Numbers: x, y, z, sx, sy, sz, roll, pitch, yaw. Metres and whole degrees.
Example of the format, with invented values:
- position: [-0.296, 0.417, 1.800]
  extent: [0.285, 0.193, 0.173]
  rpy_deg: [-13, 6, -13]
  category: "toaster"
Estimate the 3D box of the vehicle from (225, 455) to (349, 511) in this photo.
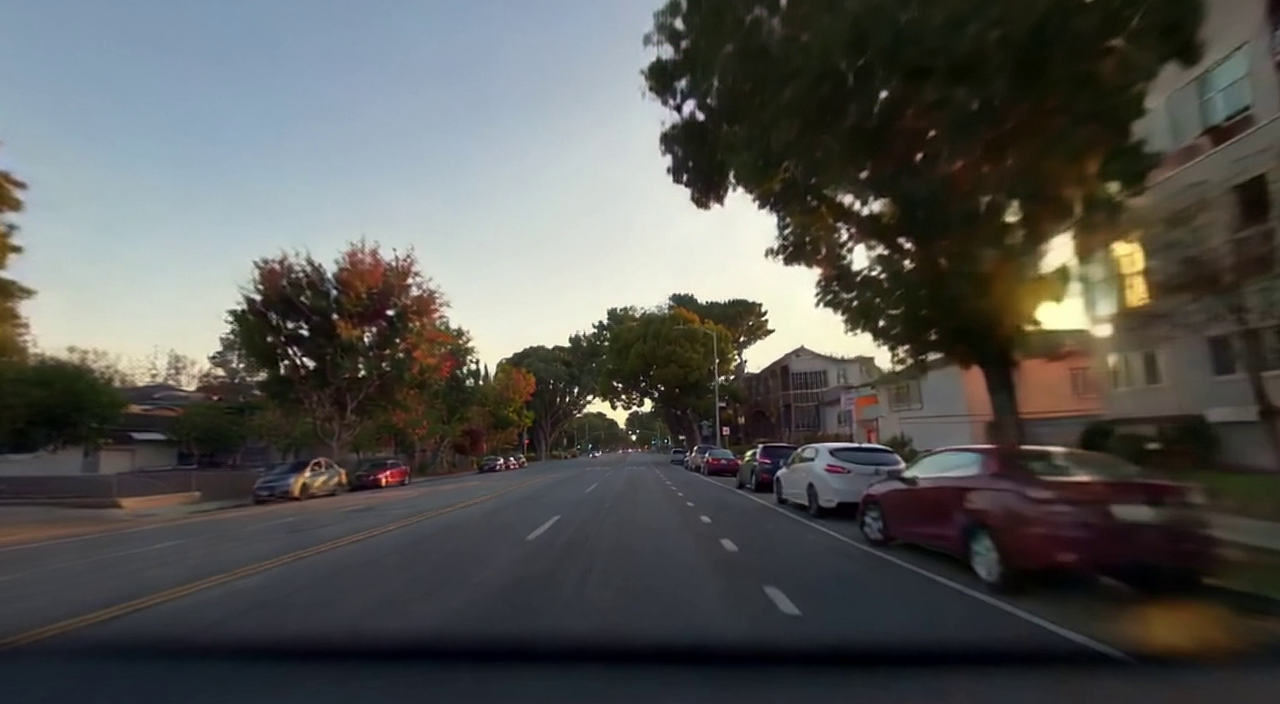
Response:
- position: [-13.671, 5.048, 24.922]
  extent: [2.220, 1.747, 4.980]
  rpy_deg: [-3, -8, -3]
  category: "vehicle"

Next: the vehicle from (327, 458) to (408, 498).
- position: [-13.912, 6.407, 32.610]
  extent: [2.239, 1.645, 4.700]
  rpy_deg: [-3, -8, -1]
  category: "vehicle"

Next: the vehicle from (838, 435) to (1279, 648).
- position: [4.012, 1.703, 6.935]
  extent: [2.100, 1.478, 4.816]
  rpy_deg: [0, -9, 0]
  category: "vehicle"

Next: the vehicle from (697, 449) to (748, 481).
- position: [4.057, 5.623, 31.823]
  extent: [1.845, 1.443, 4.531]
  rpy_deg: [0, -9, -2]
  category: "vehicle"
